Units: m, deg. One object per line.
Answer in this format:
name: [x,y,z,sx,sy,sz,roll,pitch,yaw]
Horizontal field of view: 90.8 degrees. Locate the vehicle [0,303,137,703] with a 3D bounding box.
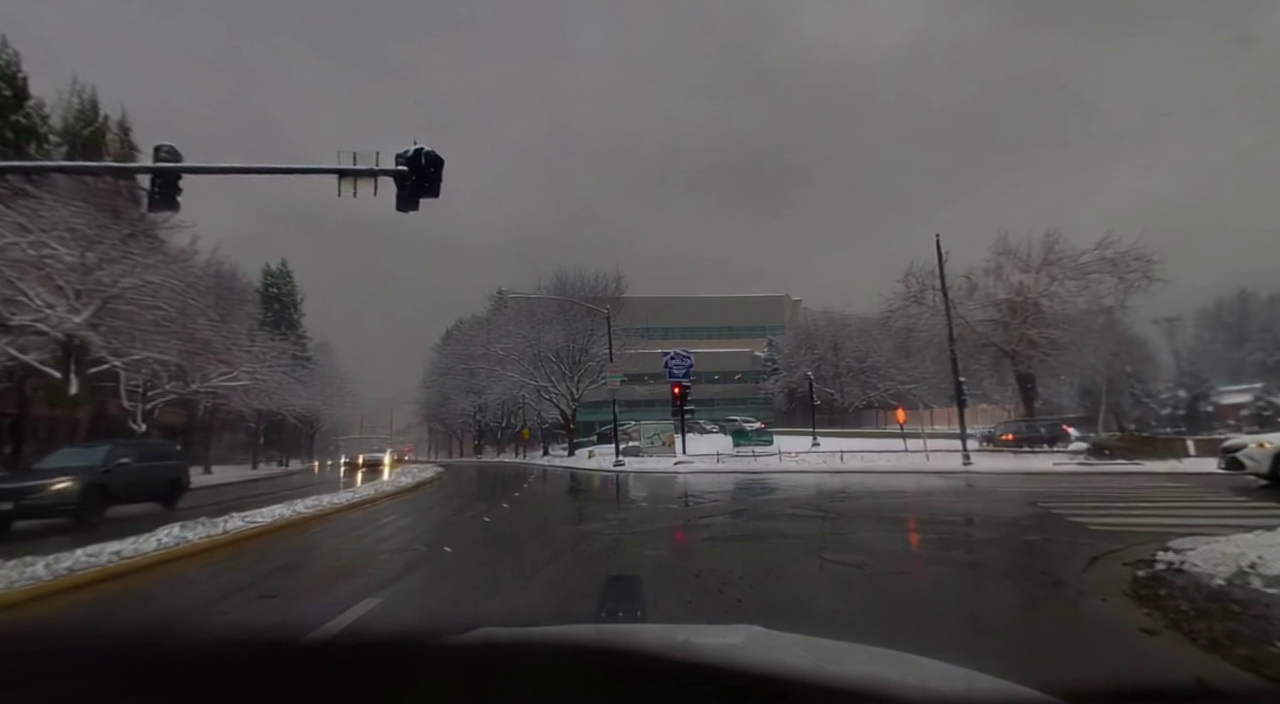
vehicle: [-3.514,0.423,0.391,2.134,1.799,5.082,0,-9,1]

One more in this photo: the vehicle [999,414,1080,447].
vehicle: [24.741,4.910,39.092,4.523,1.908,1.930,4,-9,-25]
